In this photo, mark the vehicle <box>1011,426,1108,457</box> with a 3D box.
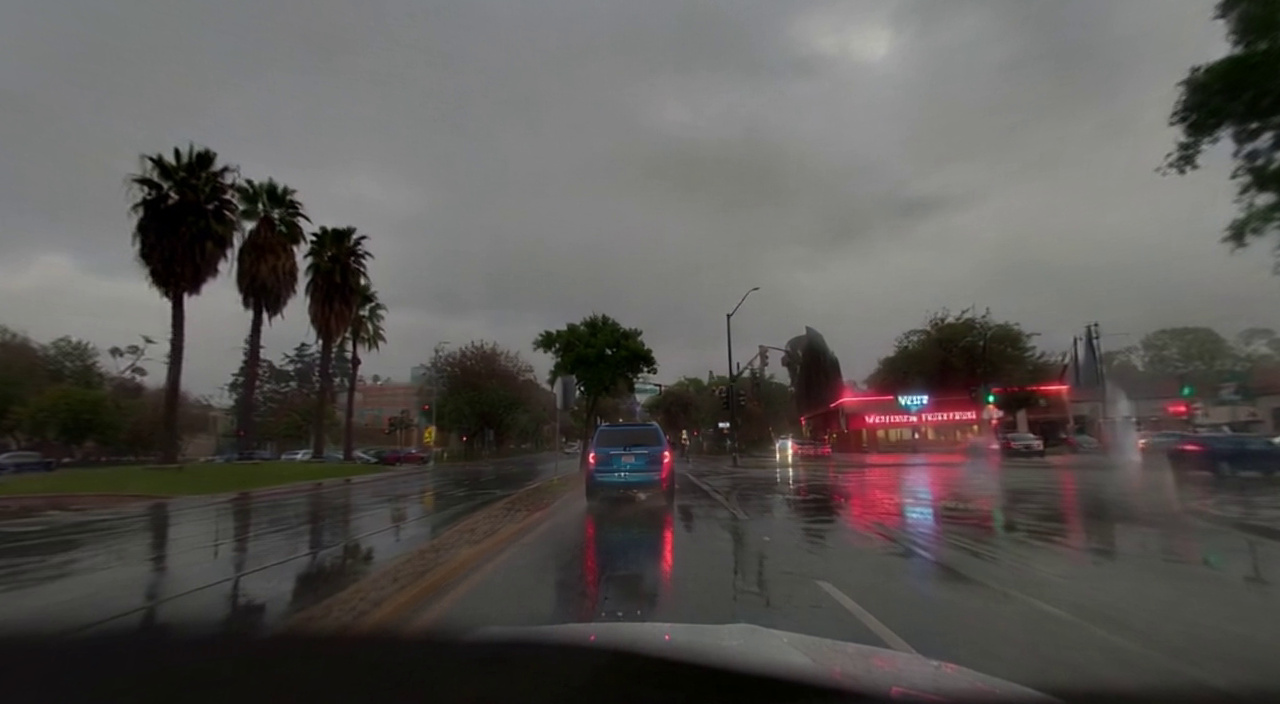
[{"bbox_3d":[25.095,5.396,37.909,4.641,1.778,1.958,-6,-10,33],"label":"vehicle"}]

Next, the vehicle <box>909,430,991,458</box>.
[{"bbox_3d":[21.750,6.488,44.343,4.852,1.847,1.983,-6,-10,33],"label":"vehicle"}]

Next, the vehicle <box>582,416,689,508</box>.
[{"bbox_3d":[-0.029,2.688,15.795,2.263,1.932,4.709,0,-8,2],"label":"vehicle"}]

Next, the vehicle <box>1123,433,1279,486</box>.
[{"bbox_3d":[18.324,3.396,20.195,4.542,1.560,2.086,2,-9,-15],"label":"vehicle"}]
